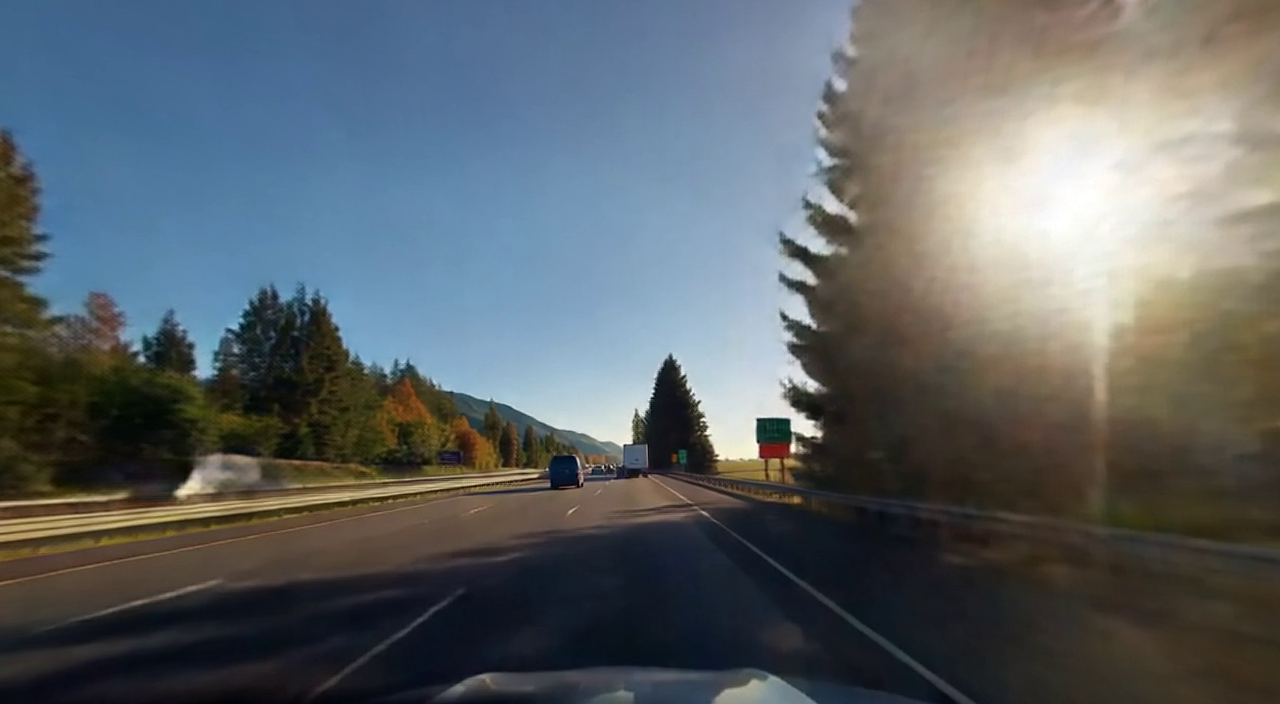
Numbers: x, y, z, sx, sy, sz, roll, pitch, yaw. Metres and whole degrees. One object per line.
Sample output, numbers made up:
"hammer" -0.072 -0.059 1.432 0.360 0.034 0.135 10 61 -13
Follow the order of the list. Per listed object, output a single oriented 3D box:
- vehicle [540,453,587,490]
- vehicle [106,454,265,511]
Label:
"vehicle" -4.420 7.041 37.182 2.208 1.973 4.716 1 -10 0
"vehicle" -17.074 4.944 24.122 2.138 1.883 5.217 1 -10 0
